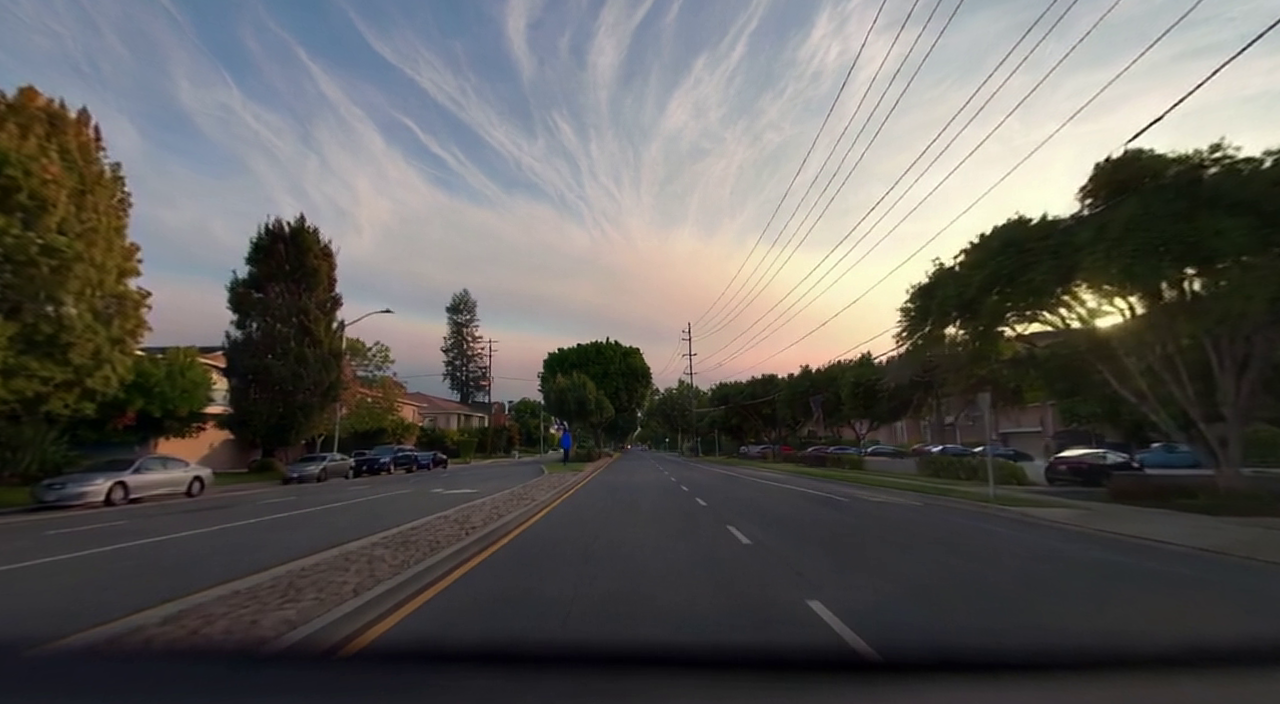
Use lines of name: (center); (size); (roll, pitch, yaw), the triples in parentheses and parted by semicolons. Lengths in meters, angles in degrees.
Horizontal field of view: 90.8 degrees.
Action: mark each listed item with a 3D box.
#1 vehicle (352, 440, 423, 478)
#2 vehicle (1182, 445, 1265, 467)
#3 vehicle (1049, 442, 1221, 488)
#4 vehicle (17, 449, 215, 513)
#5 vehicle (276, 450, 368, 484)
vehicle: (-15.119, 6.396, 38.139); (2.298, 1.979, 4.920); (-3, -8, 0)
vehicle: (40.285, 7.172, 43.718); (1.707, 1.473, 3.778); (2, -9, -16)
vehicle: (17.850, 4.066, 22.938); (4.567, 1.535, 2.156); (1, -9, -6)
vehicle: (-15.412, 3.764, 19.026); (2.029, 1.520, 4.615); (-4, -8, 1)
vehicle: (-15.321, 5.545, 30.779); (2.058, 1.479, 4.519); (0, -8, 1)
